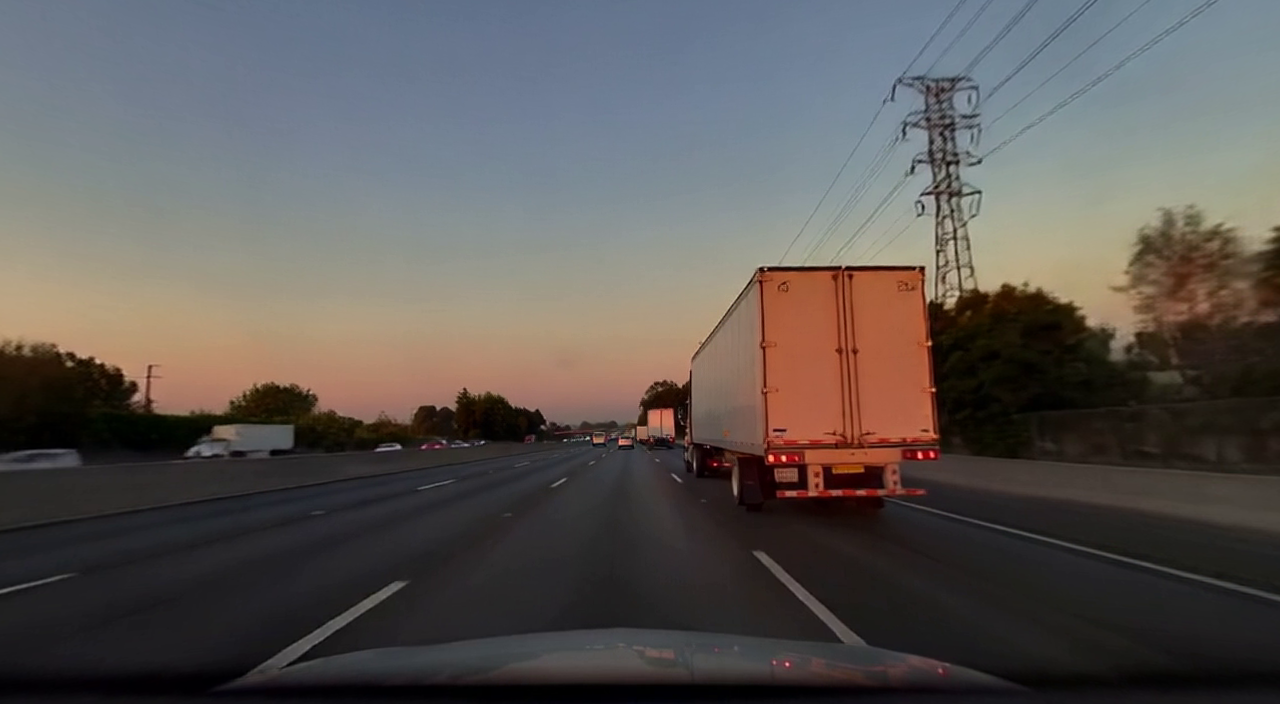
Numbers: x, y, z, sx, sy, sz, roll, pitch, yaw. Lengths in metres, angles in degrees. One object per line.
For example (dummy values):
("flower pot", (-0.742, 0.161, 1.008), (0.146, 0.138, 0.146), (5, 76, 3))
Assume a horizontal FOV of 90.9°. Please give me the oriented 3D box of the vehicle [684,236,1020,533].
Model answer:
("vehicle", (3.360, 1.338, 15.680), (2.905, 4.080, 14.157), (0, -8, -2))
